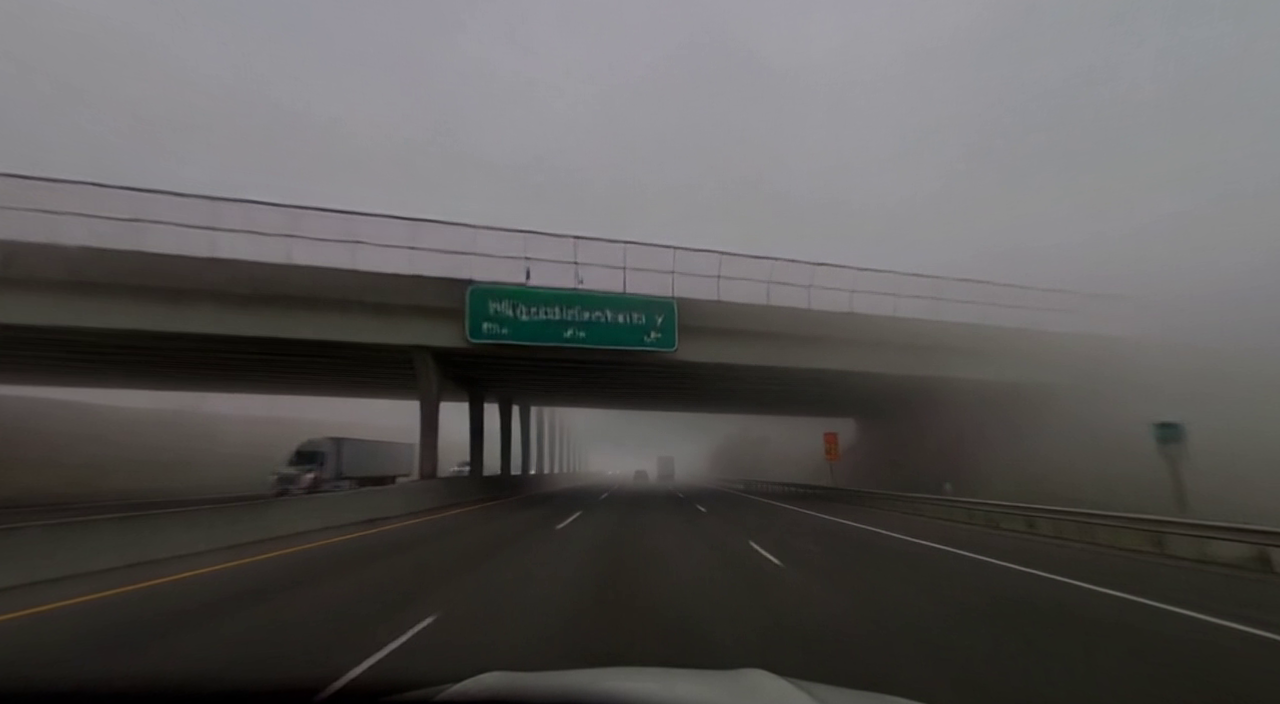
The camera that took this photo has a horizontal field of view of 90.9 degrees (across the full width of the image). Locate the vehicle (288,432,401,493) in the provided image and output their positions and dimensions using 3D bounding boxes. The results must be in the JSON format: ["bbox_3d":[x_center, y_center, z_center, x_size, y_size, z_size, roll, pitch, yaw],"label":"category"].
[{"bbox_3d":[-19.680,7.532,42.839,2.909,3.656,9.268,1,-10,1],"label":"vehicle"}]
